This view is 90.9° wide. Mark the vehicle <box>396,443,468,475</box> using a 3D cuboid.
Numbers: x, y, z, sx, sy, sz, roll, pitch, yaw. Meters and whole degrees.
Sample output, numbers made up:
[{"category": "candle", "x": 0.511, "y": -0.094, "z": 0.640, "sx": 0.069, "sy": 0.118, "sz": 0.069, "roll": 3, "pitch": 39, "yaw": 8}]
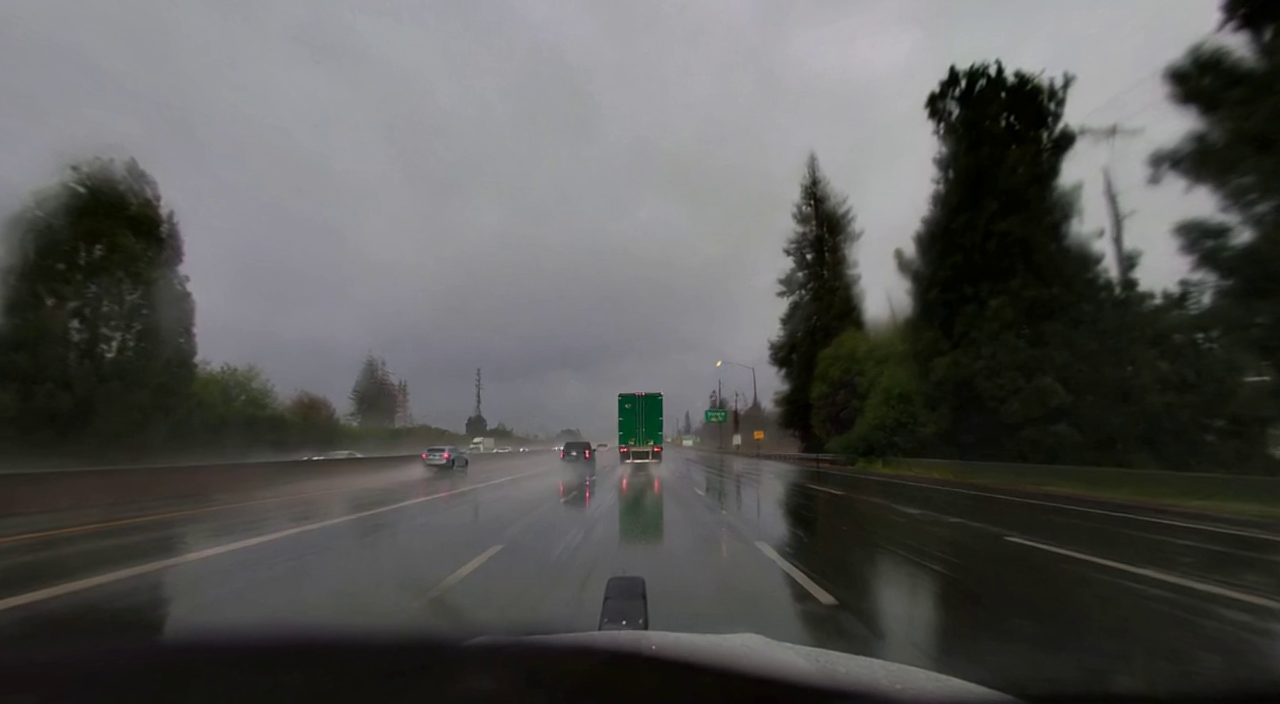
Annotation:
[{"category": "vehicle", "x": -10.610, "y": 5.461, "z": 32.538, "sx": 2.012, "sy": 1.509, "sz": 4.789, "roll": 0, "pitch": -8, "yaw": 1}]

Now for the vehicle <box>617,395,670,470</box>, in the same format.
[{"category": "vehicle", "x": 0.233, "y": 5.350, "z": 41.105, "sx": 2.879, "sy": 4.085, "sz": 13.125, "roll": 0, "pitch": -8, "yaw": 0}]

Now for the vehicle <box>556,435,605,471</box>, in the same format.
[{"category": "vehicle", "x": -3.397, "y": 5.899, "z": 37.099, "sx": 2.293, "sy": 1.923, "sz": 5.141, "roll": 0, "pitch": -8, "yaw": 0}]
